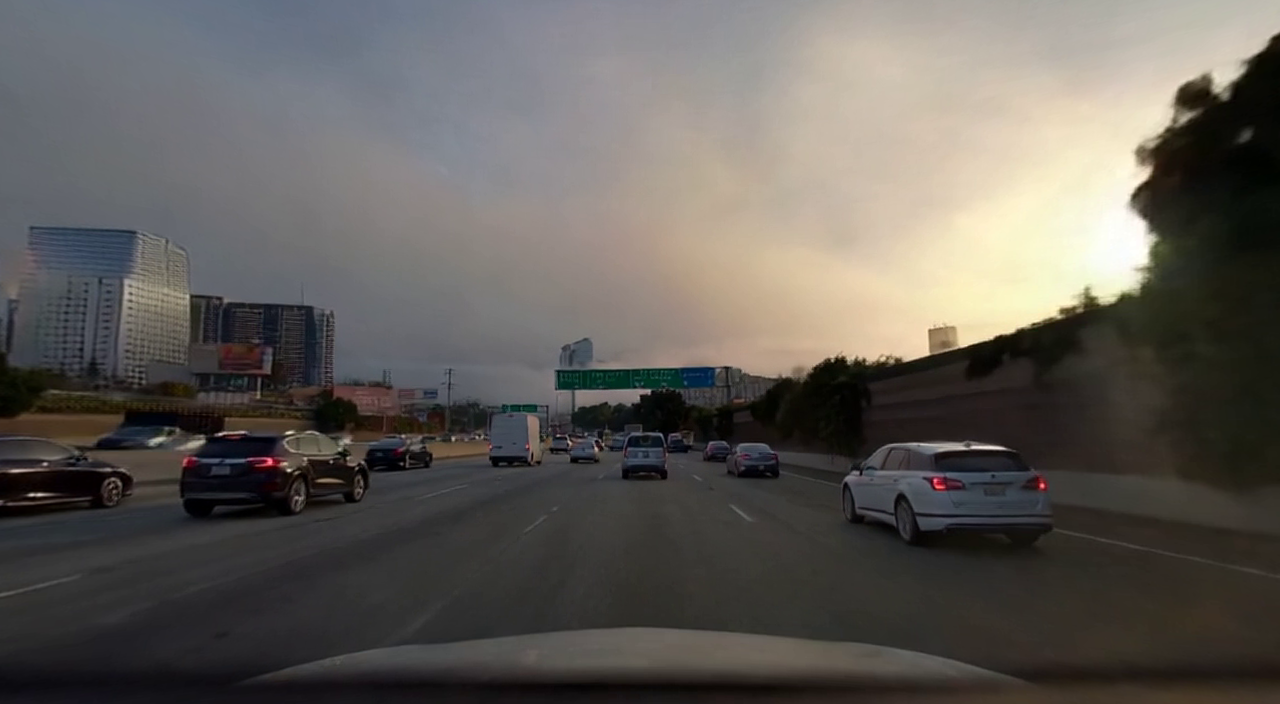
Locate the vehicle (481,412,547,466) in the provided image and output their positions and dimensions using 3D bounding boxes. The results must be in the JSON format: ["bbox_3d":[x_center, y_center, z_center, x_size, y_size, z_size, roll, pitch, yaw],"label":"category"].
[{"bbox_3d":[-7.168,5.082,36.876,2.358,2.817,7.055,1,-8,0],"label":"vehicle"}]

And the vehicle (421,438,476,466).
[{"bbox_3d":[-10.977,5.707,36.399,1.923,1.480,3.905,1,-8,1],"label":"vehicle"}]

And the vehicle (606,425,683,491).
[{"bbox_3d":[0.162,3.385,20.656,2.209,1.863,4.626,1,-8,1],"label":"vehicle"}]

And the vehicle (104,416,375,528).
[{"bbox_3d":[-6.949,2.103,11.703,2.021,1.632,4.417,1,-8,1],"label":"vehicle"}]

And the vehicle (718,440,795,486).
[{"bbox_3d":[4.193,4.047,23.481,1.942,1.487,4.518,1,-8,-1],"label":"vehicle"}]

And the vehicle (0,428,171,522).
[{"bbox_3d":[-10.834,2.034,10.835,1.970,1.441,4.555,1,-8,1],"label":"vehicle"}]

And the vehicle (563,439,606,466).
[{"bbox_3d":[-3.240,5.993,37.912,2.079,1.499,4.512,1,-8,1],"label":"vehicle"}]

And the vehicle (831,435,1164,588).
[{"bbox_3d":[4.280,1.912,8.644,1.915,1.482,4.537,1,-8,0],"label":"vehicle"}]
